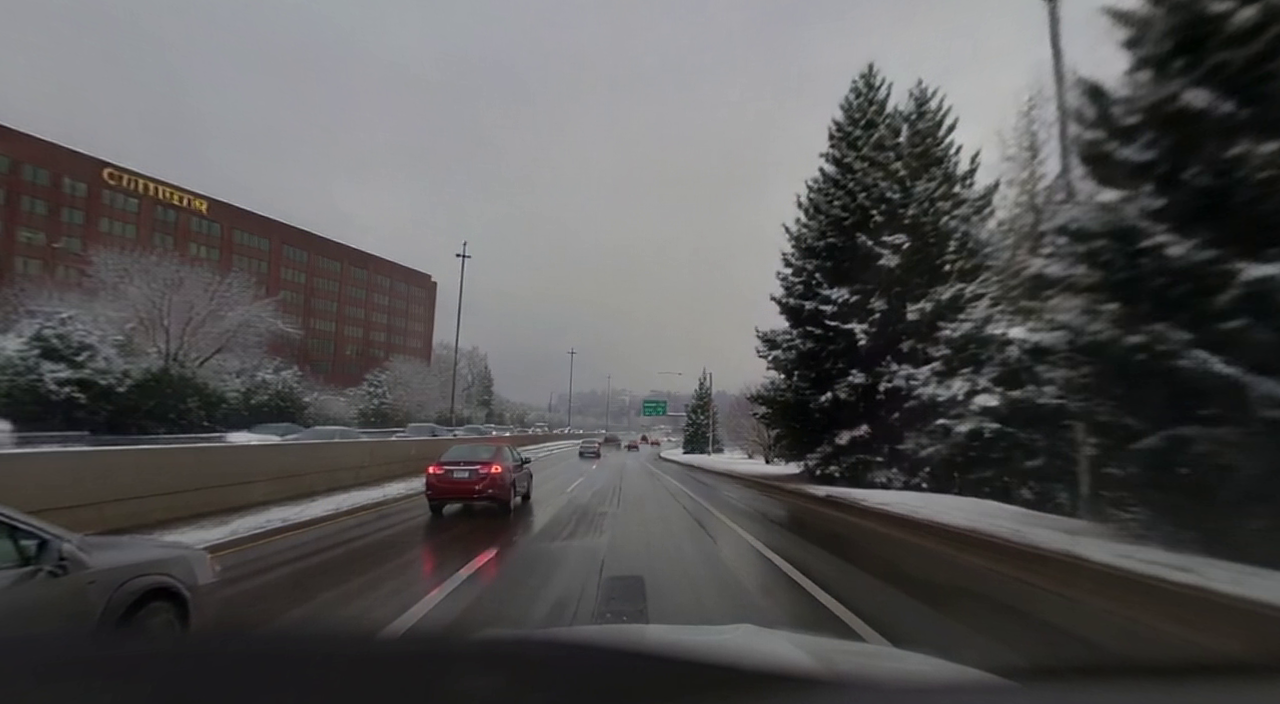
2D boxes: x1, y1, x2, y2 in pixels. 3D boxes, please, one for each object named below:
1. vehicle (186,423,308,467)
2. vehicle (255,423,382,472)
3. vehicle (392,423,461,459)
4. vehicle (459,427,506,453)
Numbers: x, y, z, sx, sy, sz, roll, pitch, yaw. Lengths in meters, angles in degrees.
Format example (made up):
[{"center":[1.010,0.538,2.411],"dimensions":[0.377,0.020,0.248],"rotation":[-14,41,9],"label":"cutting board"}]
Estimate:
[{"center":[-14.720,3.537,23.955],"dimensions":[1.906,1.506,4.269],"rotation":[0,-8,0],"label":"vehicle"},{"center":[-10.872,3.292,21.769],"dimensions":[1.953,1.520,4.549],"rotation":[0,-9,0],"label":"vehicle"},{"center":[-10.819,4.585,32.317],"dimensions":[2.033,1.662,4.394],"rotation":[0,-9,0],"label":"vehicle"},{"center":[-10.644,6.004,42.887],"dimensions":[2.016,1.607,4.491],"rotation":[0,-9,1],"label":"vehicle"}]
